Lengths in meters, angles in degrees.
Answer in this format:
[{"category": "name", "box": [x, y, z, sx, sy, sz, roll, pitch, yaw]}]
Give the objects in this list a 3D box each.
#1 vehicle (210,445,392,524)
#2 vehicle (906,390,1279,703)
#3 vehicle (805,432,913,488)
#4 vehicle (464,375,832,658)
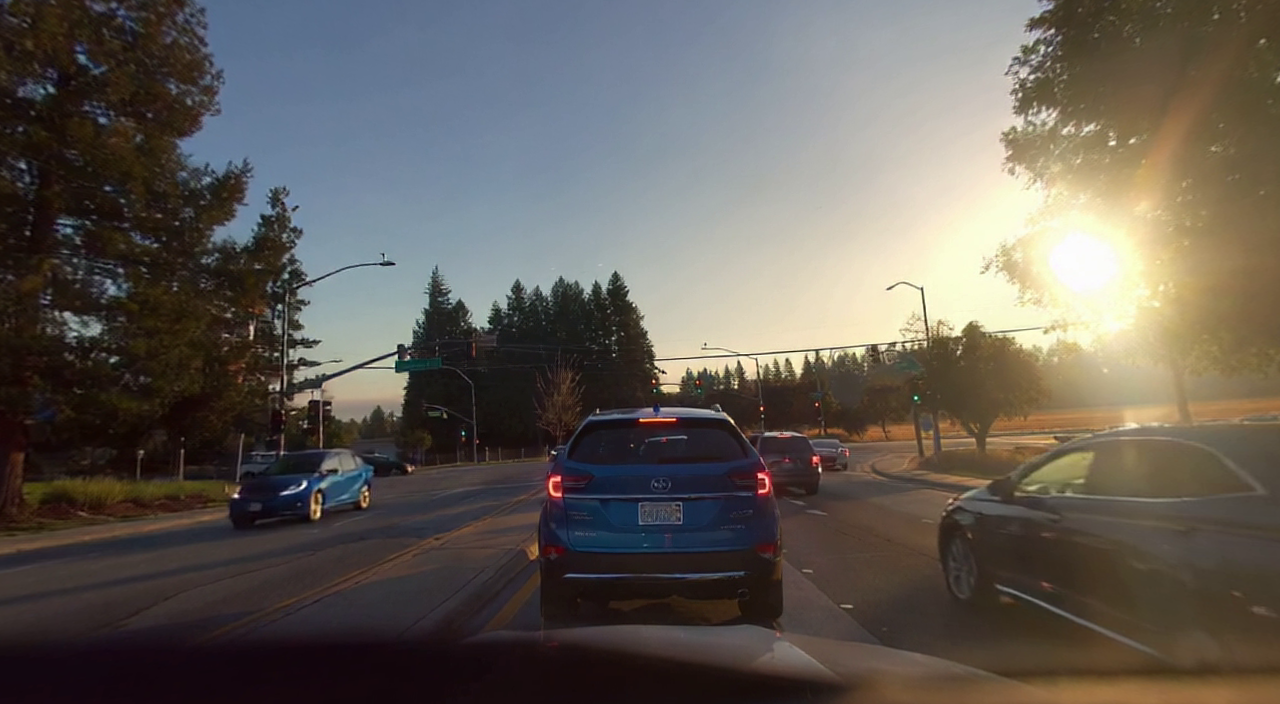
[{"category": "vehicle", "box": [-8.238, 3.198, 15.959, 2.026, 1.680, 4.608, 0, -8, 0]}, {"category": "vehicle", "box": [3.463, 1.054, 3.517, 2.097, 1.473, 4.252, 0, -8, 0]}, {"category": "vehicle", "box": [7.125, 3.550, 21.046, 2.012, 1.636, 4.352, 0, -8, 0]}, {"category": "vehicle", "box": [0.049, 1.332, 6.113, 2.298, 1.770, 4.138, 0, -8, 0]}]
